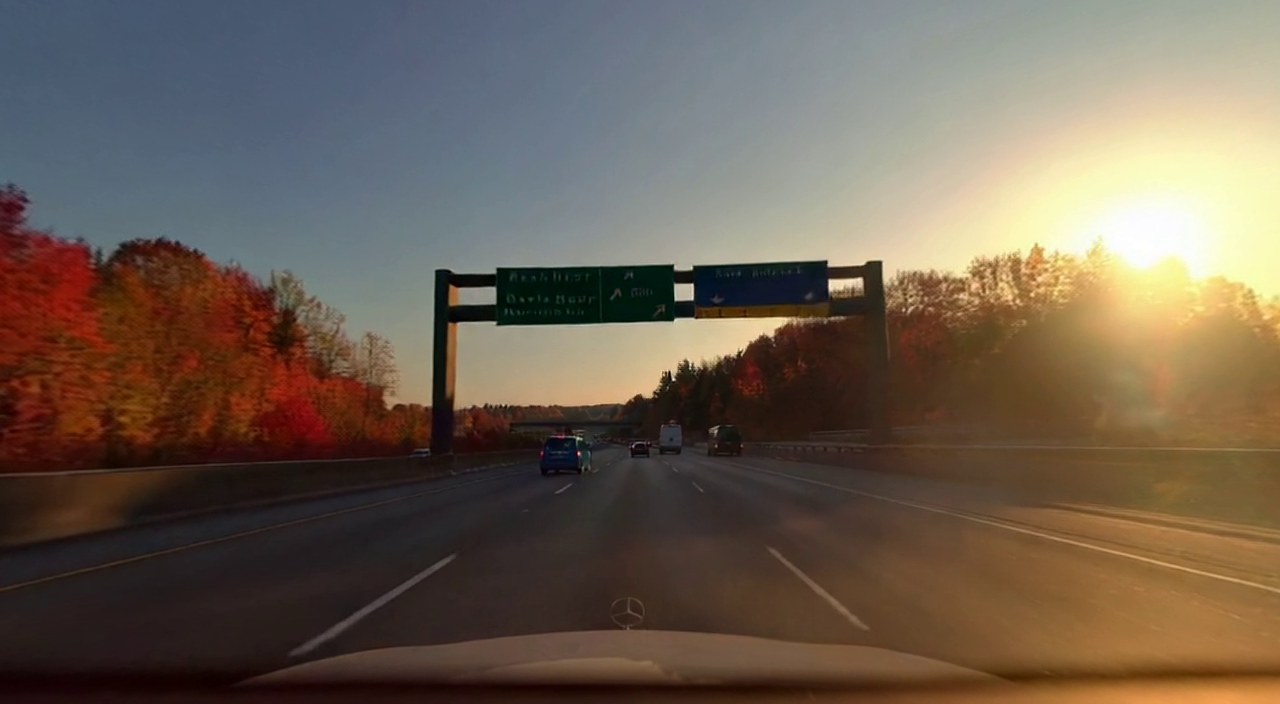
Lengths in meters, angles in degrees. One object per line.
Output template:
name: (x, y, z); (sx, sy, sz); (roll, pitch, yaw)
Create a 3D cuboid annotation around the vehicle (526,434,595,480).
vehicle: (-3.112, 4.239, 25.659); (2.177, 1.707, 4.432); (0, -8, 1)
